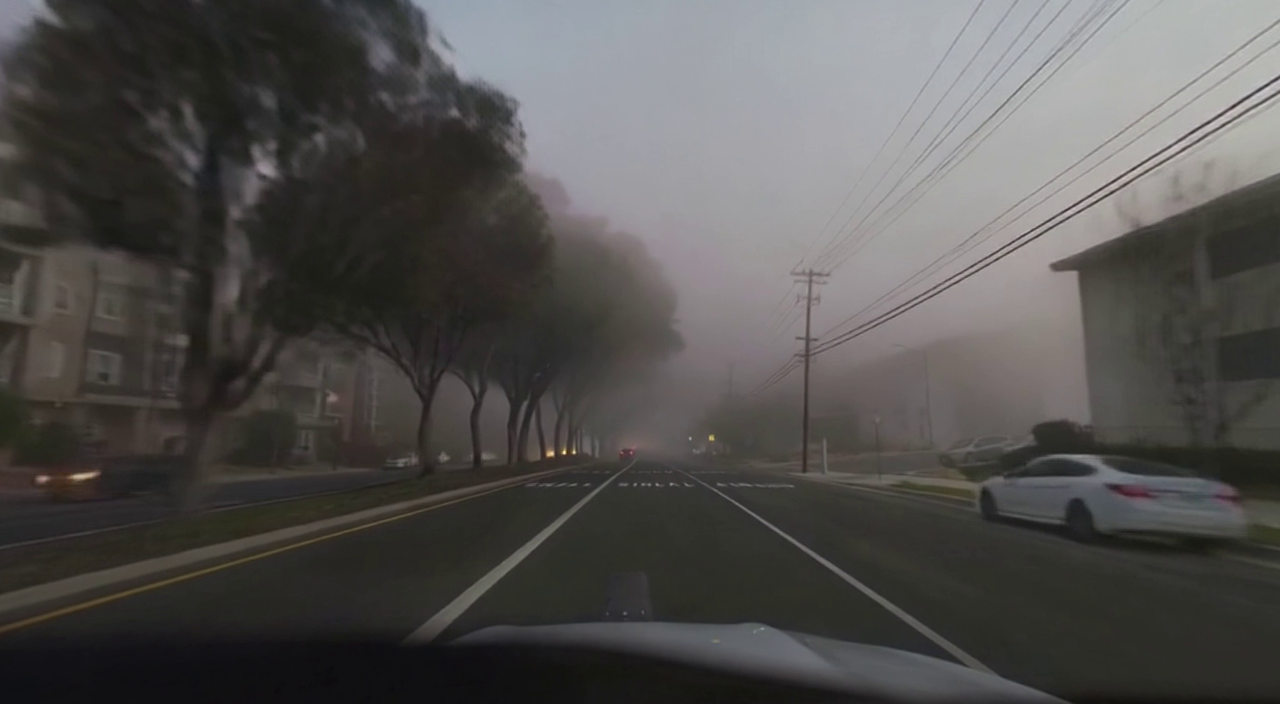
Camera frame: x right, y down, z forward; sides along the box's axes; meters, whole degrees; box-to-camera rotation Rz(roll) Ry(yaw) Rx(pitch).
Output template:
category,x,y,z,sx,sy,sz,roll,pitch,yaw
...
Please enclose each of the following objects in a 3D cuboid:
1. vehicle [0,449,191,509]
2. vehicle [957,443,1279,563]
category,x,y,z,sx,sy,sz,roll,pitch,yaw
vehicle,-15.660,3.584,18.312,1.873,1.469,4.442,0,-8,2
vehicle,7.306,2.220,10.173,1.986,1.467,4.412,0,-8,-1
